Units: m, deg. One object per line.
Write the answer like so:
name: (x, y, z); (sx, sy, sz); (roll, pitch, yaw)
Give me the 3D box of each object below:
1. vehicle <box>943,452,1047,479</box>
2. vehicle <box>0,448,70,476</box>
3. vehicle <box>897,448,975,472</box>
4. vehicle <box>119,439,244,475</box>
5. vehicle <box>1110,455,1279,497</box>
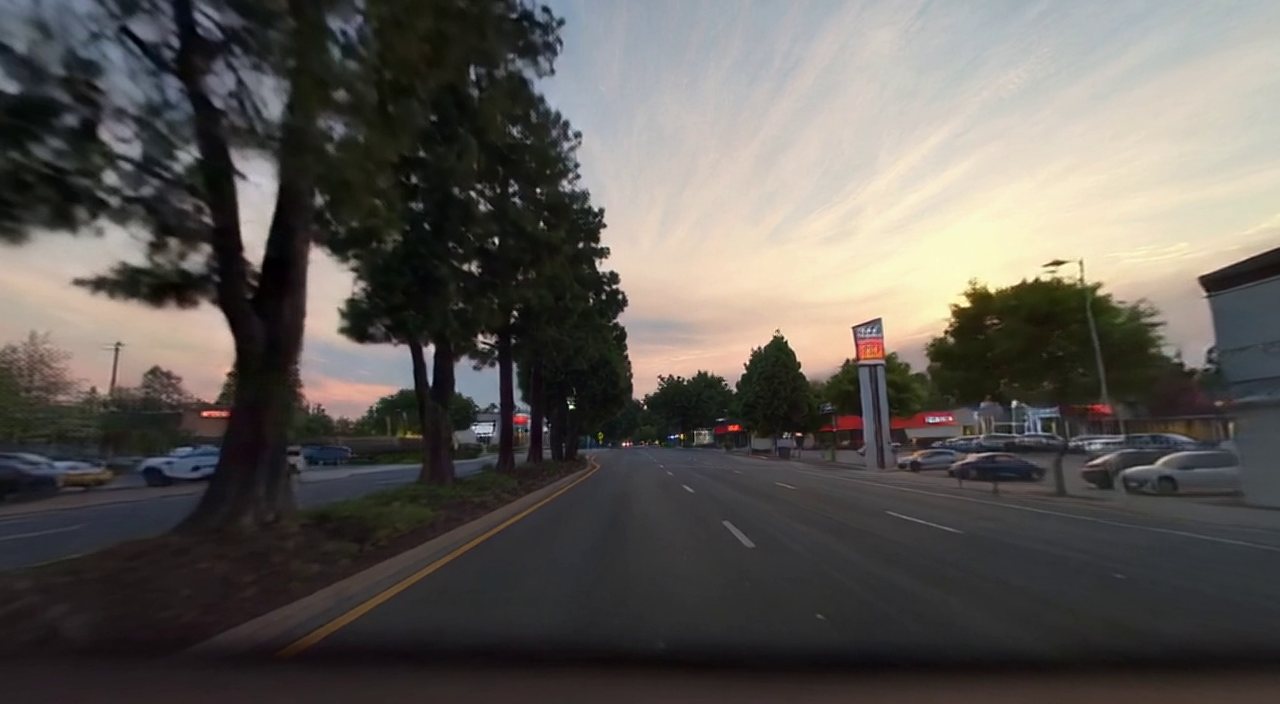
vehicle: (20.187, 6.458, 36.032); (4.764, 1.455, 1.832); (-1, -9, 3)
vehicle: (-34.717, 6.089, 35.186); (1.830, 1.458, 4.625); (-1, -8, -4)
vehicle: (20.698, 7.574, 44.341); (4.423, 1.633, 2.010); (0, -8, -1)
vehicle: (-26.136, 5.994, 36.472); (2.356, 1.853, 6.402); (0, -8, 1)
vehicle: (20.834, 4.641, 23.854); (4.500, 1.456, 1.962); (-1, -8, 3)
